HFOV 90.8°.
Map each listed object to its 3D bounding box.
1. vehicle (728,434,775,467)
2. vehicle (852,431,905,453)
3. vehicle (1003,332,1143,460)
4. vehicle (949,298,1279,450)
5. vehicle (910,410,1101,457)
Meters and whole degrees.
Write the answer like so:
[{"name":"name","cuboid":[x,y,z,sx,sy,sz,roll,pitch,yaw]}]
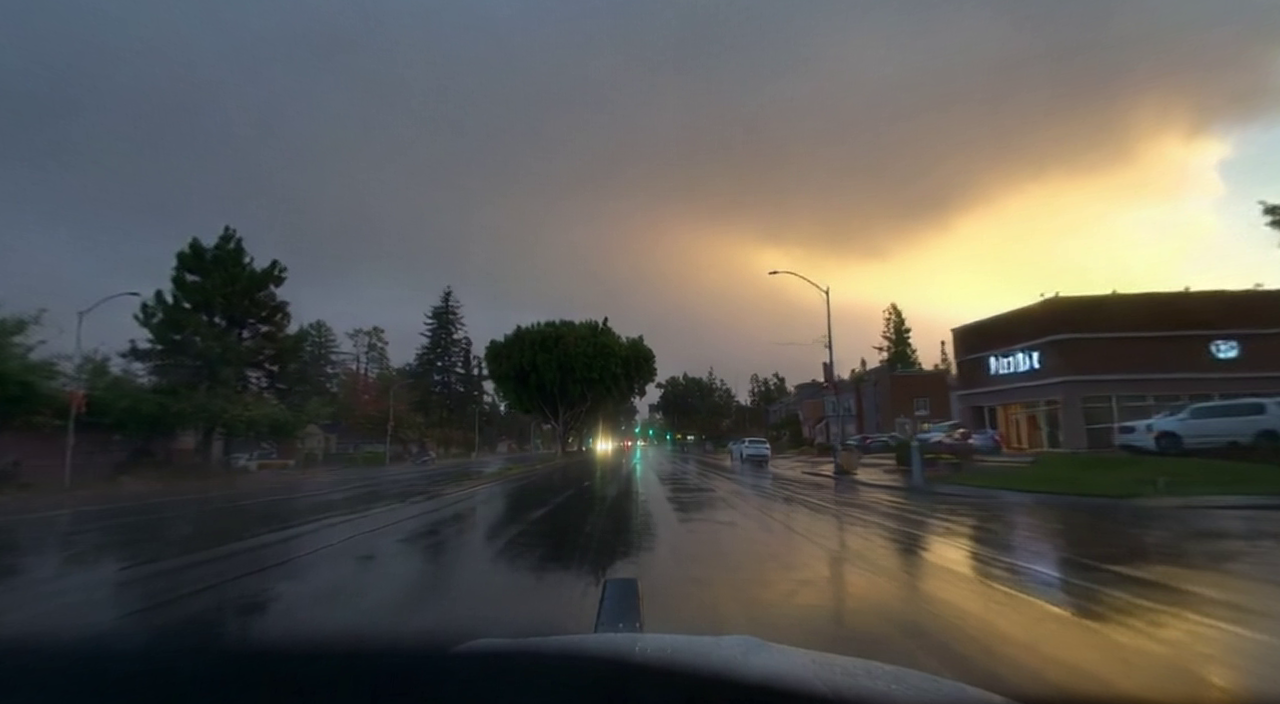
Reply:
[{"name":"vehicle","cuboid":[6.839,6.105,39.164,1.954,1.907,4.736,0,-8,-1]},{"name":"vehicle","cuboid":[14.497,5.495,38.369,3.386,1.301,0.852,4,-9,-25]},{"name":"vehicle","cuboid":[17.591,1.911,25.332,9.886,4.618,0.062,5,-10,-30]},{"name":"vehicle","cuboid":[24.182,1.309,30.227,16.415,6.611,1.394,-5,-10,26]},{"name":"vehicle","cuboid":[15.238,3.472,26.378,6.592,1.676,4.007,5,-10,-29]}]
